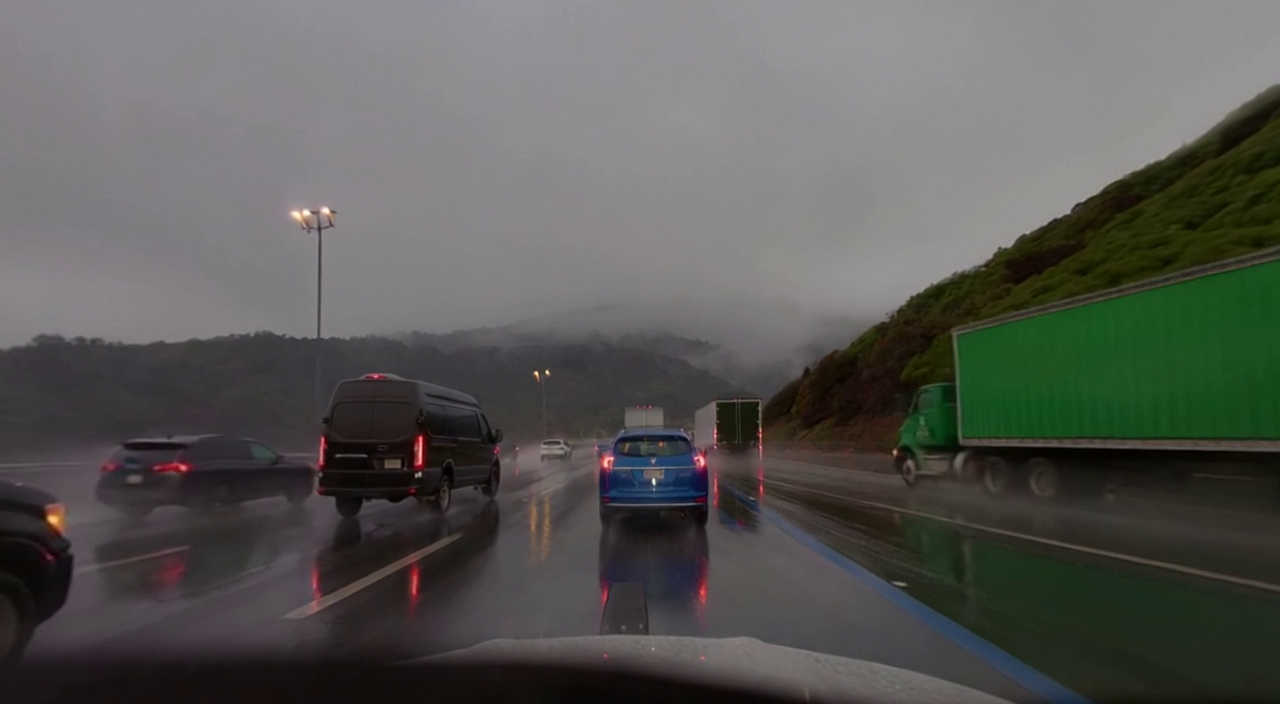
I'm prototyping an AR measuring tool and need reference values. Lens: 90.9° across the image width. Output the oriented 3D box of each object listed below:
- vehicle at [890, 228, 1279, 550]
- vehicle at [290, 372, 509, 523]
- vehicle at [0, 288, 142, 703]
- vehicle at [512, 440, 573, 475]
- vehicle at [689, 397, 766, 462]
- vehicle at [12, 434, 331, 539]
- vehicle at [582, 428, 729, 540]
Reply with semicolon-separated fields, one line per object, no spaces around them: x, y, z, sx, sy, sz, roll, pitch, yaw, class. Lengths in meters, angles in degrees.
8.766;0.786;10.009;2.977;3.878;11.111;2;-9;-13;vehicle
-4.630;2.019;13.489;2.300;2.522;5.701;0;-8;1;vehicle
-4.278;0.452;1.183;2.195;2.086;5.445;0;-8;0;vehicle
-4.370;4.785;28.874;2.007;1.457;4.447;0;-8;1;vehicle
6.354;6.308;49.718;2.989;4.277;16.586;0;-8;-3;vehicle
-7.773;2.224;11.280;1.968;1.459;4.737;-1;-8;2;vehicle
0.165;2.087;10.589;2.003;1.499;3.930;0;-8;-1;vehicle
